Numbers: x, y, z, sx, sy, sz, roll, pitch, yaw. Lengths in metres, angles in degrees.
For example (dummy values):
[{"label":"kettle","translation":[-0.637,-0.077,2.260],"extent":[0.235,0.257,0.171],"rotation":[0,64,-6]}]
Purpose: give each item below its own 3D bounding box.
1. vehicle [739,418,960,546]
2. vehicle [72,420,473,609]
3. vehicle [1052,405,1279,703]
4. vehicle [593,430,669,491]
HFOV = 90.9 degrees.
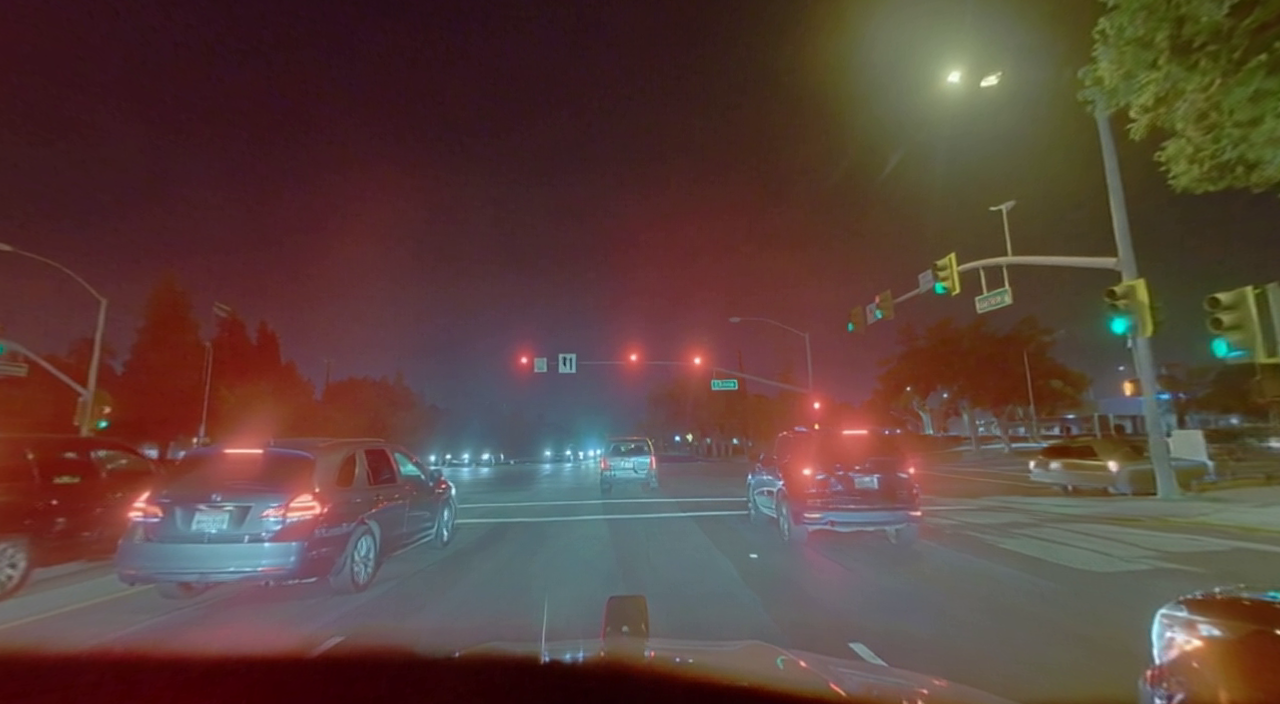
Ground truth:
[{"label":"vehicle","translation":[3.201,2.089,10.829],"extent":[2.097,1.707,4.461],"rotation":[0,-8,-2]},{"label":"vehicle","translation":[-3.527,1.621,7.290],"extent":[1.941,1.492,4.399],"rotation":[0,-8,1]},{"label":"vehicle","translation":[3.180,0.763,1.113],"extent":[1.960,1.460,4.233],"rotation":[0,-8,-1]},{"label":"vehicle","translation":[-0.244,3.466,20.405],"extent":[2.215,1.749,3.976],"rotation":[0,-8,1]}]
